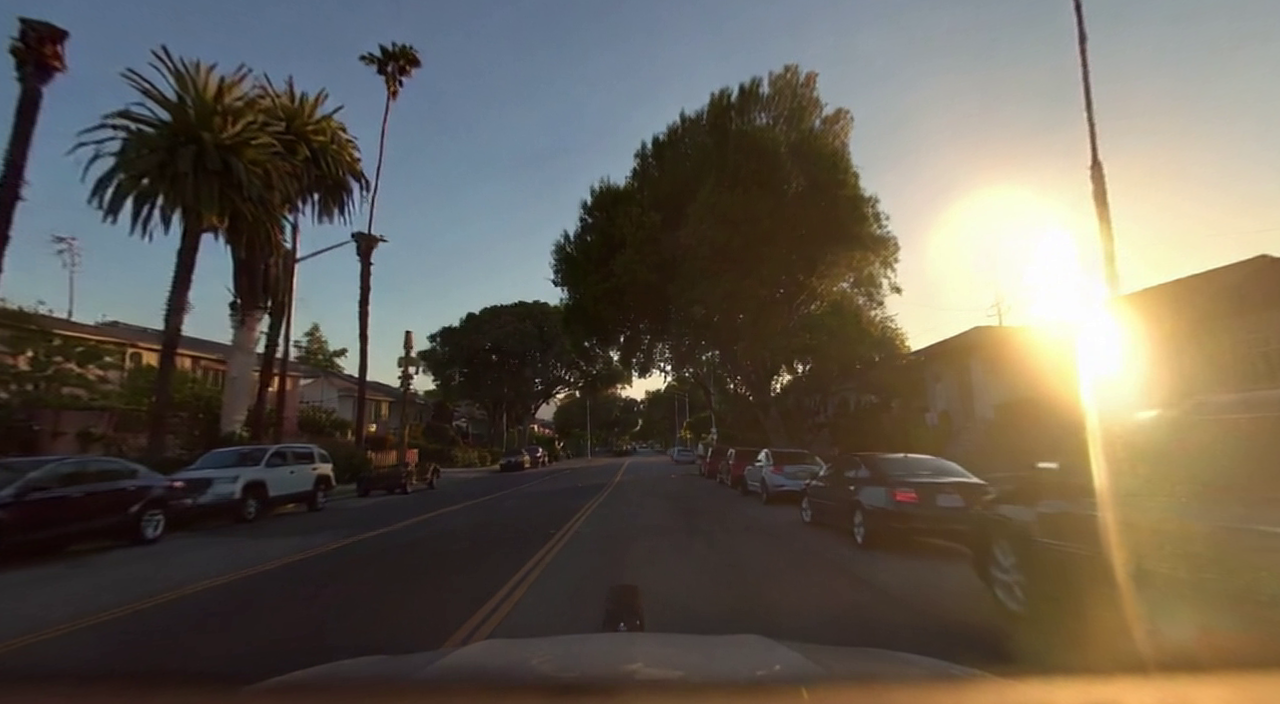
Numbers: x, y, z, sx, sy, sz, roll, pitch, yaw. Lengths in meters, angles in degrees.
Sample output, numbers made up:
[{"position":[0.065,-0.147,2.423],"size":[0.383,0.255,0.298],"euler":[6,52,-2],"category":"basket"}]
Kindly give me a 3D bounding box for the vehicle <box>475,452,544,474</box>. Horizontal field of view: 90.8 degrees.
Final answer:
[{"position":[-9.162,7.752,44.332],"size":[4.419,1.486,1.808],"euler":[3,-9,-21],"category":"vehicle"}]

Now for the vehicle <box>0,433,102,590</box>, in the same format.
[{"position":[-9.093,1.786,7.191],"size":[4.009,1.712,1.895],"euler":[4,-9,-25],"category":"vehicle"}]

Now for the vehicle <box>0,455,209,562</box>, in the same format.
[{"position":[-9.350,2.382,9.938],"size":[3.867,1.471,1.852],"euler":[4,-9,-23],"category":"vehicle"}]

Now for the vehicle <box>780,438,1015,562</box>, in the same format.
[{"position":[3.652,2.147,10.036],"size":[1.819,1.487,4.537],"euler":[0,-8,0],"category":"vehicle"}]

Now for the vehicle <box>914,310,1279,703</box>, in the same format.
[{"position":[3.786,0.931,3.624],"size":[2.121,1.929,4.763],"euler":[1,-8,-2],"category":"vehicle"}]
